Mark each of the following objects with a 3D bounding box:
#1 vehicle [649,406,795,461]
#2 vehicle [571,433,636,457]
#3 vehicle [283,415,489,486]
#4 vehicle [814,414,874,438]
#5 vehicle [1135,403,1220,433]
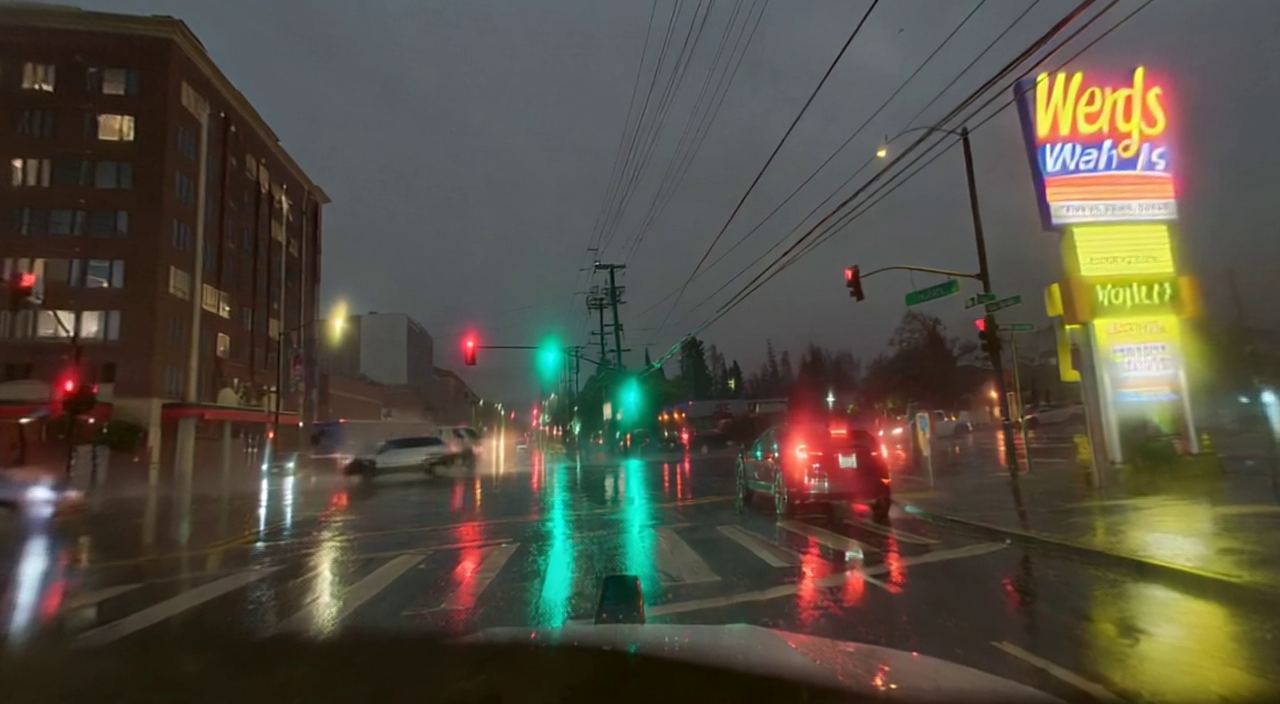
[{"bbox_3d":[3.354,3.336,25.573,5.588,1.985,2.374,5,-10,-32],"label":"vehicle"},{"bbox_3d":[-2.692,6.807,46.382,4.591,1.686,1.816,1,-9,-11],"label":"vehicle"},{"bbox_3d":[-7.858,3.101,20.070,5.603,1.938,2.081,8,-11,-43],"label":"vehicle"},{"bbox_3d":[16.000,5.833,49.425,4.589,1.730,1.801,4,-10,-31],"label":"vehicle"},{"bbox_3d":[29.002,3.591,34.051,4.499,1.524,1.784,4,-9,-28],"label":"vehicle"}]
